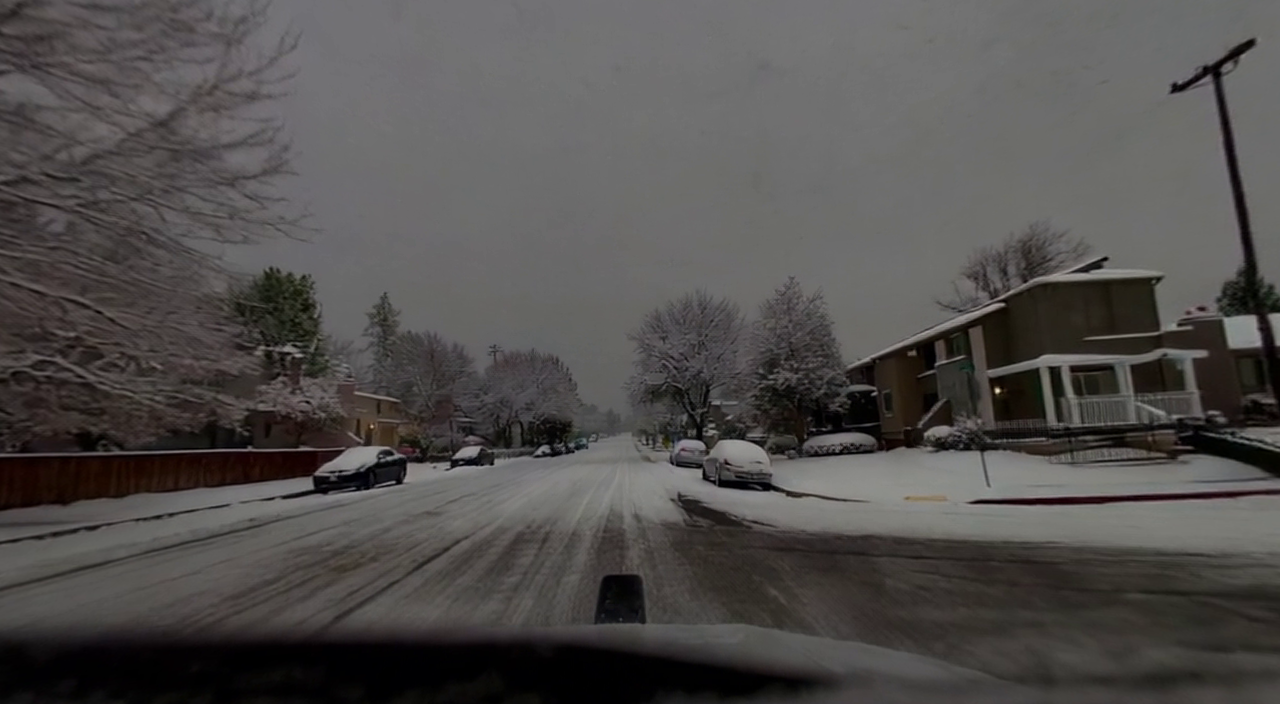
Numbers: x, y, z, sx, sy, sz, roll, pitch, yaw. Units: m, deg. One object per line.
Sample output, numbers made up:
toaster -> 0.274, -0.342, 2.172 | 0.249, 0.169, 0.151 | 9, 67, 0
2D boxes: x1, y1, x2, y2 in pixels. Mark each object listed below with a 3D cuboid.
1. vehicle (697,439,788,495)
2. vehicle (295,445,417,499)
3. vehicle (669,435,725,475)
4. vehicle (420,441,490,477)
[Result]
vehicle -> 3.035, 3.510, 19.684 | 1.927, 1.529, 4.144 | 0, -8, -3
vehicle -> -8.683, 3.667, 19.816 | 1.937, 1.427, 4.510 | 0, -8, -3
vehicle -> 2.858, 5.319, 32.953 | 2.225, 1.911, 5.322 | 0, -8, -2
vehicle -> -9.007, 5.220, 31.134 | 2.027, 1.584, 4.476 | -1, -8, 1
